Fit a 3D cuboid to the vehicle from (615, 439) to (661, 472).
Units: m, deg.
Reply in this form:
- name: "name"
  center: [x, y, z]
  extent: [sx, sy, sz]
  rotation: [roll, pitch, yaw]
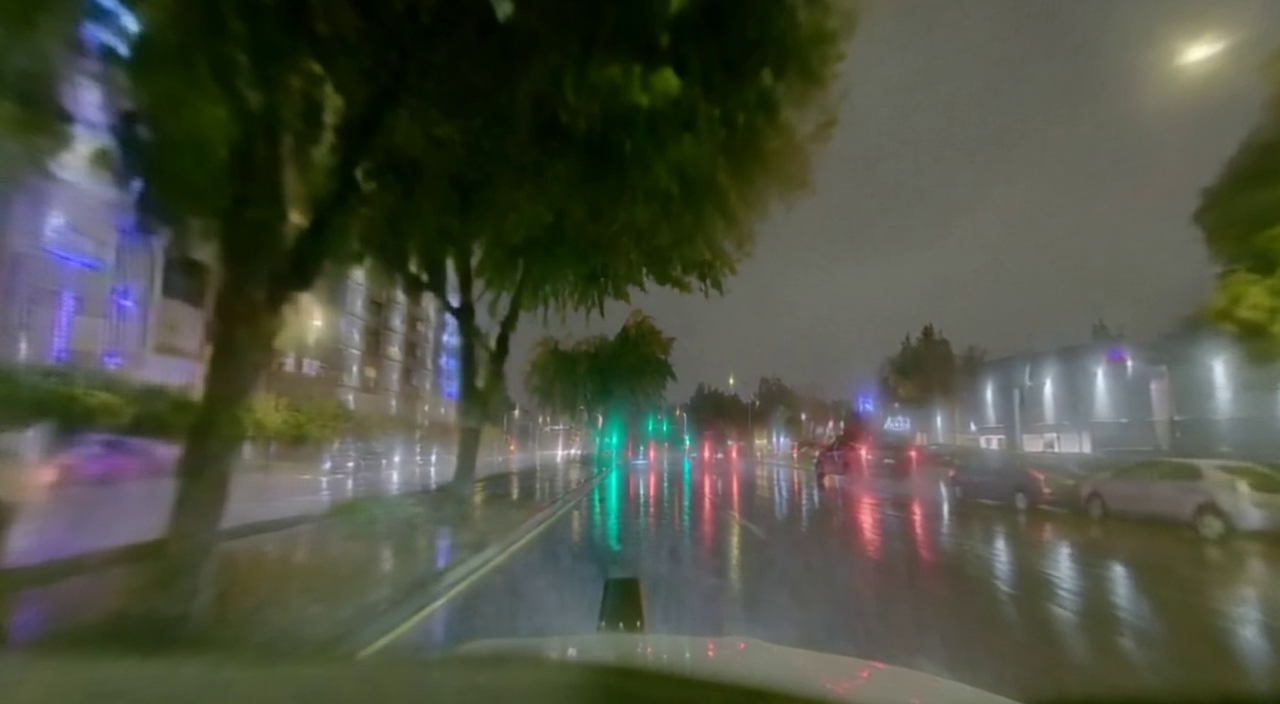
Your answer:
- name: "vehicle"
  center: [-0.122, 5.039, 30.945]
  extent: [2.101, 1.444, 4.248]
  rotation: [0, -8, 0]

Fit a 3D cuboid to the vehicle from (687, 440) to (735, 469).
- name: "vehicle"
  center: [3.775, 5.514, 34.196]
  extent: [1.993, 1.477, 4.240]
  rotation: [0, -8, -1]

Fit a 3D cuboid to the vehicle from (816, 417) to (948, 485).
- name: "vehicle"
  center: [10.562, 4.438, 28.635]
  extent: [3.082, 2.655, 7.381]
  rotation: [-1, -8, 1]

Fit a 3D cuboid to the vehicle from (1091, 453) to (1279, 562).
- name: "vehicle"
  center: [10.272, 2.493, 10.615]
  extent: [1.898, 1.502, 4.788]
  rotation: [-1, -8, 1]

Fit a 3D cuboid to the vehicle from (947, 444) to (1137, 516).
- name: "vehicle"
  center: [10.599, 3.362, 17.234]
  extent: [2.129, 1.645, 4.625]
  rotation: [0, -8, 0]

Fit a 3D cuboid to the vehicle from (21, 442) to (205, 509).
- name: "vehicle"
  center: [-19.139, 4.415, 23.409]
  extent: [2.240, 2.112, 5.268]
  rotation: [0, -8, 0]

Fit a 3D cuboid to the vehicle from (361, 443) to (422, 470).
- name: "vehicle"
  center: [-18.729, 7.875, 47.921]
  extent: [2.241, 1.891, 5.637]
  rotation: [-1, -8, 1]

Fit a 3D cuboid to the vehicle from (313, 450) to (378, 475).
- name: "vehicle"
  center: [-18.942, 7.108, 40.862]
  extent: [1.874, 1.483, 4.742]
  rotation: [-1, -8, 1]
